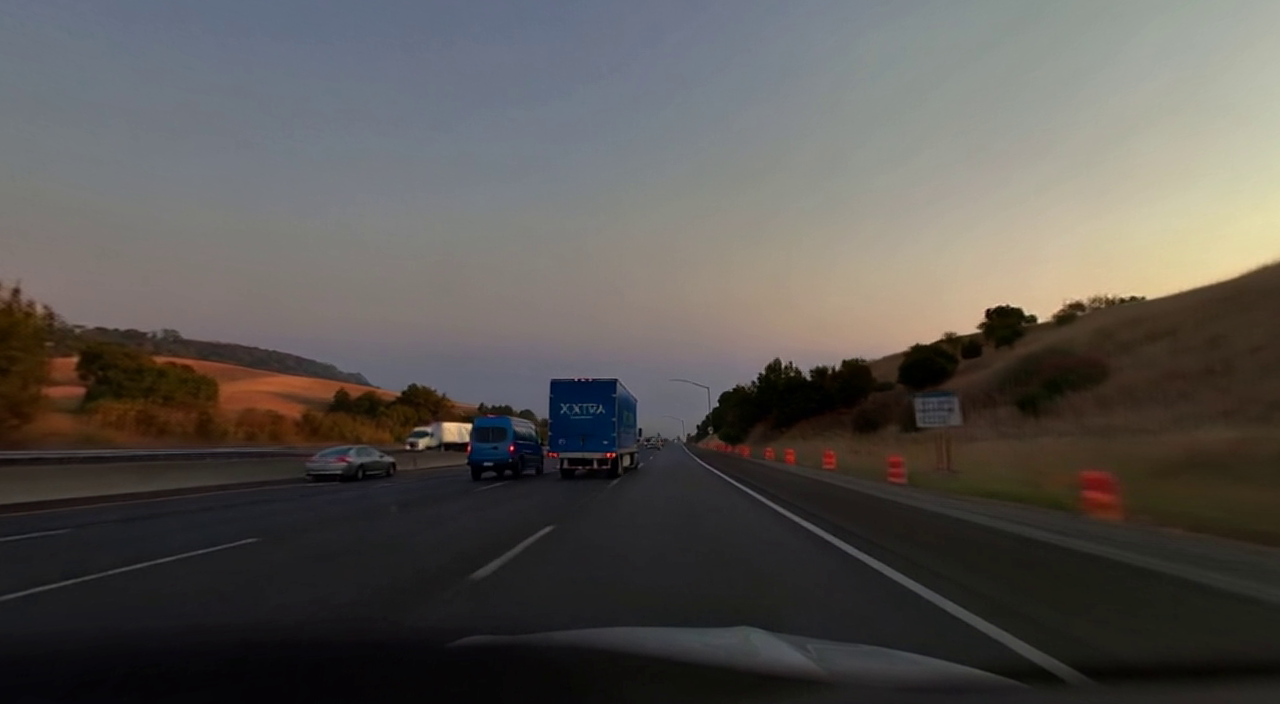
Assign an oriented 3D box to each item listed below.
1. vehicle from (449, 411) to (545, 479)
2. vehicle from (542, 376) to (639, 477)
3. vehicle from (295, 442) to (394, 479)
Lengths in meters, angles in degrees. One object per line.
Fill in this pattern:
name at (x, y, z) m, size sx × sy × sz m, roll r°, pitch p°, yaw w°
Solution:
vehicle at (-6.027, 4.052, 27.534) m, size 2.469 × 2.615 × 5.874 m, roll 0°, pitch -9°, yaw 3°
vehicle at (-1.994, 3.722, 30.080) m, size 3.183 × 4.011 × 9.617 m, roll 0°, pitch -9°, yaw 4°
vehicle at (-13.052, 4.812, 28.182) m, size 1.901 × 1.487 × 4.622 m, roll 0°, pitch -9°, yaw 4°
